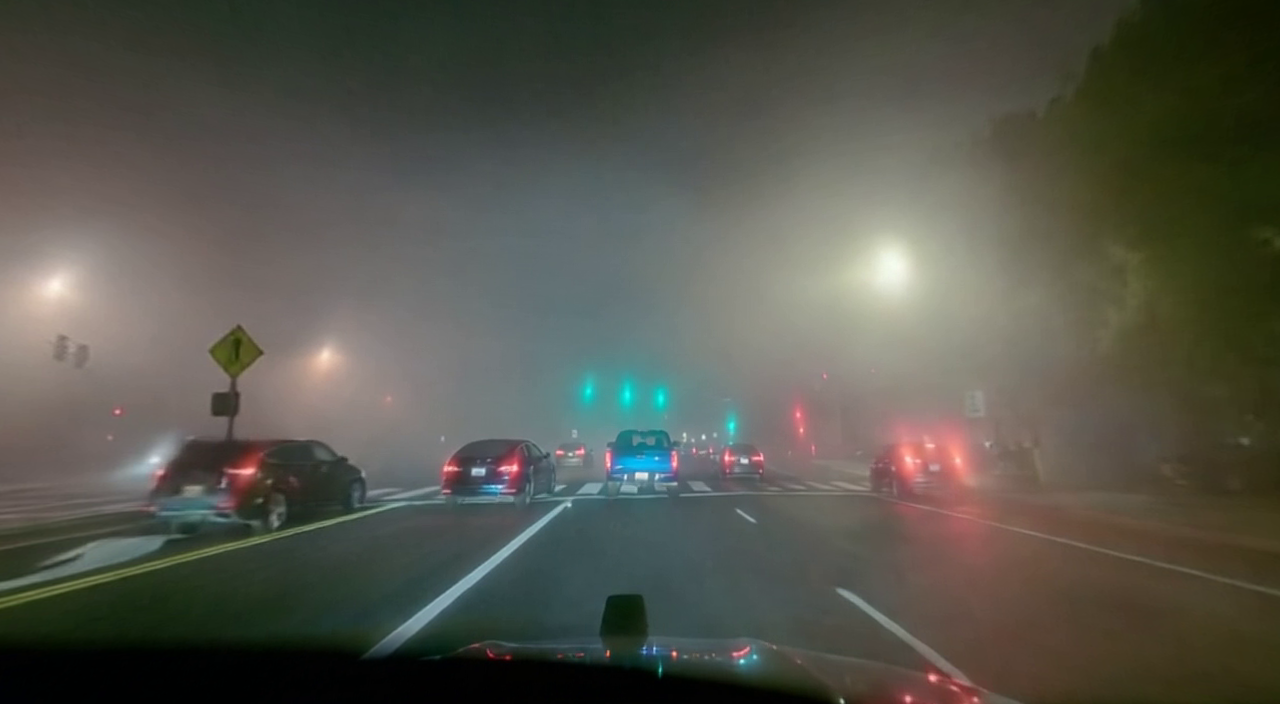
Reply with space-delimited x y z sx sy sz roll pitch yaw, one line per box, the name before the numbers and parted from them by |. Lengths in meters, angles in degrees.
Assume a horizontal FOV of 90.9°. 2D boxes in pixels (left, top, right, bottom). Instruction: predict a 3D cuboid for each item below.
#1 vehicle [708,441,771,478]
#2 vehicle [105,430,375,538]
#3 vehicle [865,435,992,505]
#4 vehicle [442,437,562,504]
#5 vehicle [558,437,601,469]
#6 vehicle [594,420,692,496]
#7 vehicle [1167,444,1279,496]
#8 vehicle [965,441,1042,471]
vehicle | 4.256 4.651 27.616 1.968 1.472 4.456 0 -8 -1
vehicle | -6.721 2.228 11.341 1.907 1.541 4.364 0 -8 1
vehicle | 8.950 3.655 20.052 2.126 1.820 4.521 3 -8 3
vehicle | -3.344 2.954 16.237 1.986 1.465 4.509 0 -8 1
vehicle | -3.445 5.820 36.588 2.018 1.700 4.142 0 -8 0
vehicle | 0.094 3.072 18.640 2.493 1.934 4.957 0 -8 0
vehicle | 20.528 3.798 20.504 4.653 1.591 2.137 -1 -8 4
vehicle | 25.417 7.226 43.971 5.227 1.935 2.289 5 -10 -31
